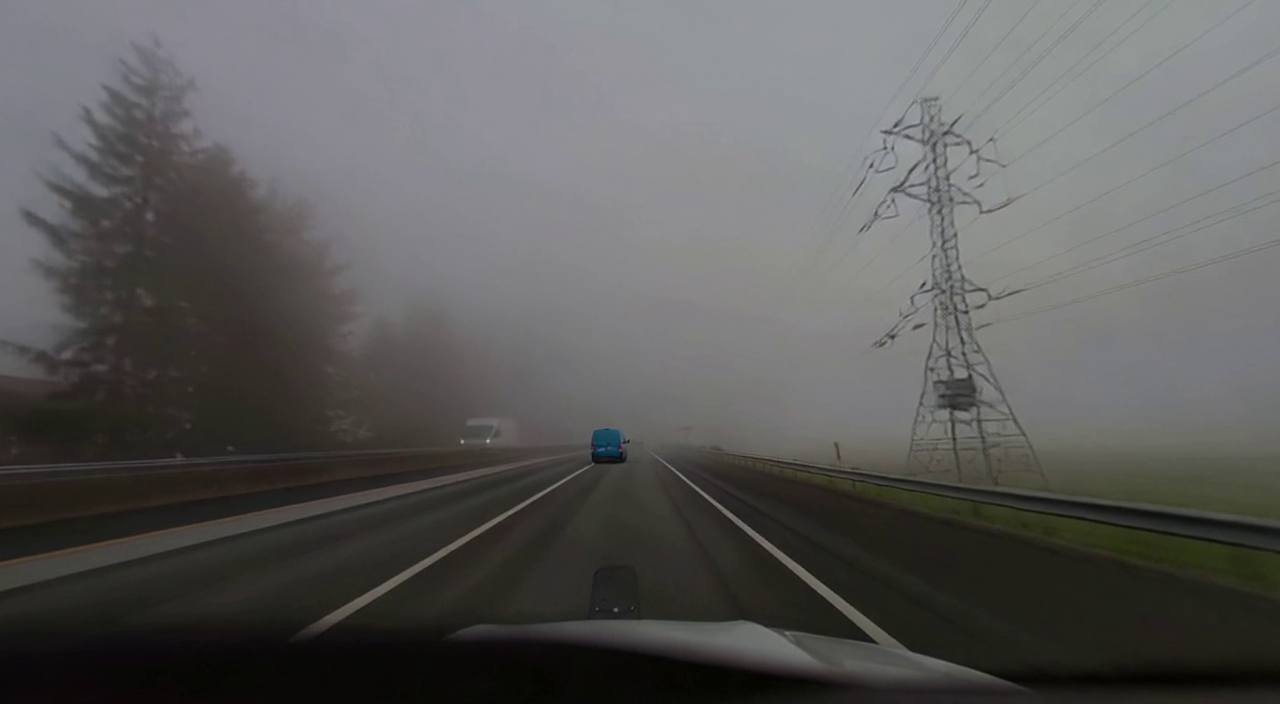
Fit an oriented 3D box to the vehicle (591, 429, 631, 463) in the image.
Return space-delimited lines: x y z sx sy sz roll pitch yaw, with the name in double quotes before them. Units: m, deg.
"vehicle" -1.647 5.478 36.868 2.041 1.856 4.353 0 -8 1
